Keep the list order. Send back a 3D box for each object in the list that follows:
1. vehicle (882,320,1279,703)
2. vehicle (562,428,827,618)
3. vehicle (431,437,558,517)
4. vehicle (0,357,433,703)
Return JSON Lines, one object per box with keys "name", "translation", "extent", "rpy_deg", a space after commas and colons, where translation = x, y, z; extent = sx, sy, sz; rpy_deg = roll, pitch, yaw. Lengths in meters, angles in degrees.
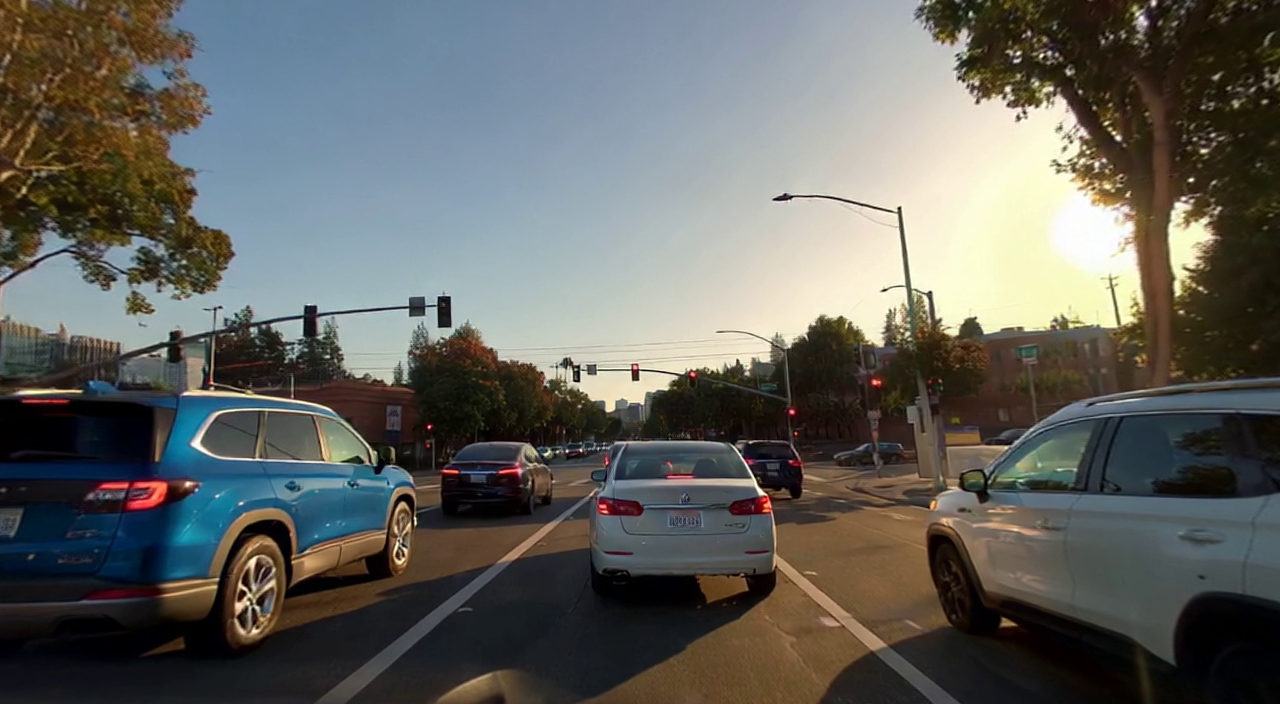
{"name": "vehicle", "translation": [3.056, 0.941, 3.163], "extent": [1.880, 1.747, 4.500], "rpy_deg": [0, -8, 0]}
{"name": "vehicle", "translation": [0.422, 1.623, 6.906], "extent": [2.051, 1.460, 3.932], "rpy_deg": [0, -8, 0]}
{"name": "vehicle", "translation": [-3.076, 2.716, 14.209], "extent": [1.868, 1.516, 4.114], "rpy_deg": [0, -8, 0]}
{"name": "vehicle", "translation": [-3.443, 1.216, 5.237], "extent": [1.889, 1.767, 4.289], "rpy_deg": [0, -8, 1]}
